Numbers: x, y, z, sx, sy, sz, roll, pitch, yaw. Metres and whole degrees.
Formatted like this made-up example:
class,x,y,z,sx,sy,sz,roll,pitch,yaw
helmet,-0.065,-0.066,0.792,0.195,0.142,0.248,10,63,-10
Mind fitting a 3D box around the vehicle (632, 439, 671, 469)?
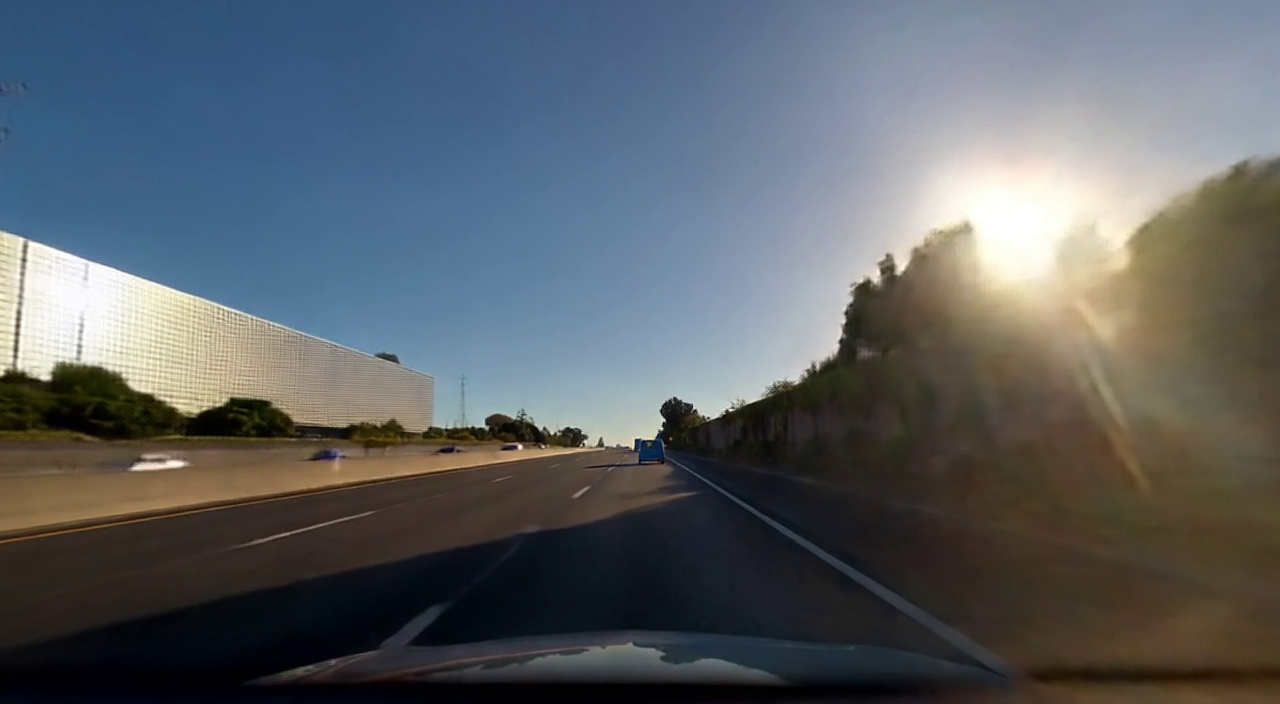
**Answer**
class,x,y,z,sx,sy,sz,roll,pitch,yaw
vehicle,0.567,5.431,33.635,1.997,1.484,3.409,0,-8,0
